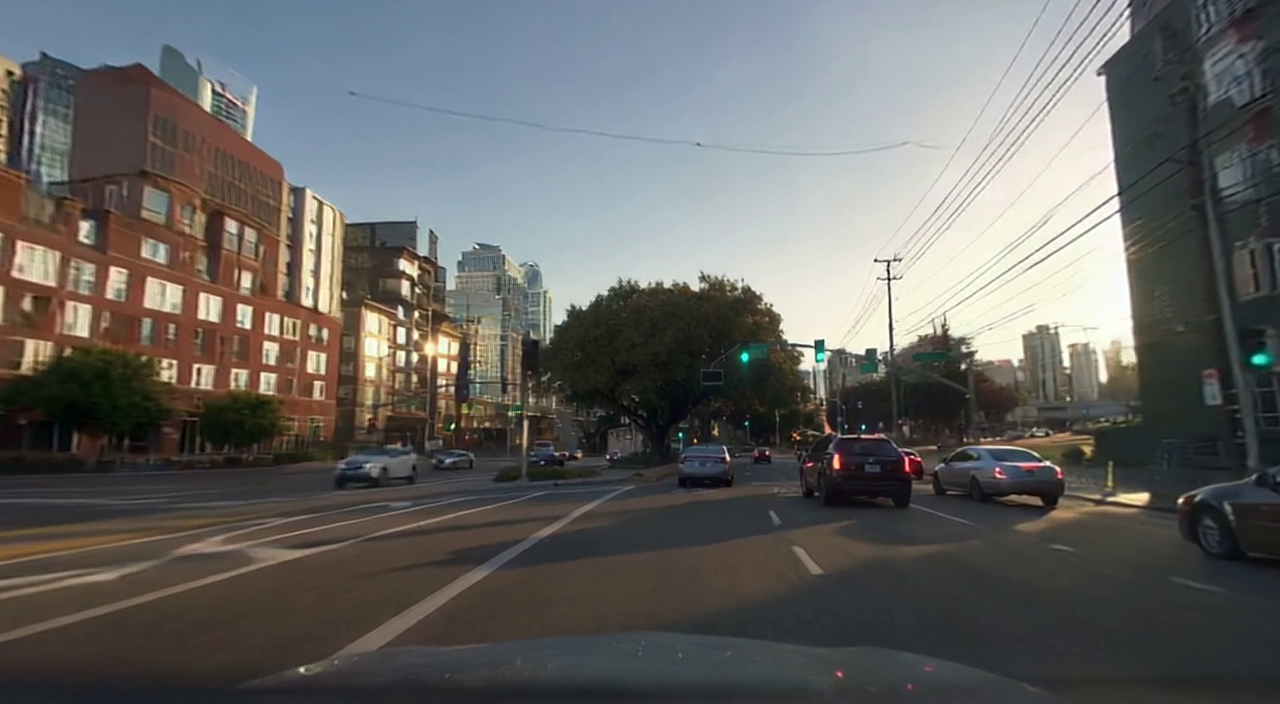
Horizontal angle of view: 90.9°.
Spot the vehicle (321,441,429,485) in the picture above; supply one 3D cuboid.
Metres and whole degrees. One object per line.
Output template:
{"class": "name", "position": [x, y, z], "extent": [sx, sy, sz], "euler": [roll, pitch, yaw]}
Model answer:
{"class": "vehicle", "position": [-11.181, 4.710, 27.074], "extent": [2.057, 1.705, 4.754], "euler": [-1, -9, 8]}

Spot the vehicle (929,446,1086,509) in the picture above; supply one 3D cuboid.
{"class": "vehicle", "position": [9.786, 3.315, 17.282], "extent": [1.882, 1.463, 4.543], "euler": [-1, -9, 5]}

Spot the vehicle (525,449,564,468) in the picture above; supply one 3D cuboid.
{"class": "vehicle", "position": [-7.371, 8.305, 49.277], "extent": [1.779, 1.388, 4.210], "euler": [-1, -9, 9]}

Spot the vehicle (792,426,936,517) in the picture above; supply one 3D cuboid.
{"class": "vehicle", "position": [5.158, 2.804, 15.354], "extent": [2.119, 1.810, 4.848], "euler": [-1, -9, 5]}

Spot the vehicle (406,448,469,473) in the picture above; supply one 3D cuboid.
{"class": "vehicle", "position": [-12.922, 6.931, 40.622], "extent": [1.905, 1.469, 4.825], "euler": [-1, -9, 8]}

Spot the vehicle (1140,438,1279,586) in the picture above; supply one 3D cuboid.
{"class": "vehicle", "position": [7.346, 1.527, 5.822], "extent": [1.866, 1.471, 4.478], "euler": [0, -9, 2]}

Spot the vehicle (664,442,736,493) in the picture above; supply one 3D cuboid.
{"class": "vehicle", "position": [2.111, 3.827, 21.292], "extent": [2.168, 1.527, 4.174], "euler": [-1, -9, 8]}

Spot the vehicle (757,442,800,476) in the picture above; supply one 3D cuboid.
{"class": "vehicle", "position": [7.138, 5.515, 32.804], "extent": [1.896, 1.612, 4.203], "euler": [-1, -9, 9]}
